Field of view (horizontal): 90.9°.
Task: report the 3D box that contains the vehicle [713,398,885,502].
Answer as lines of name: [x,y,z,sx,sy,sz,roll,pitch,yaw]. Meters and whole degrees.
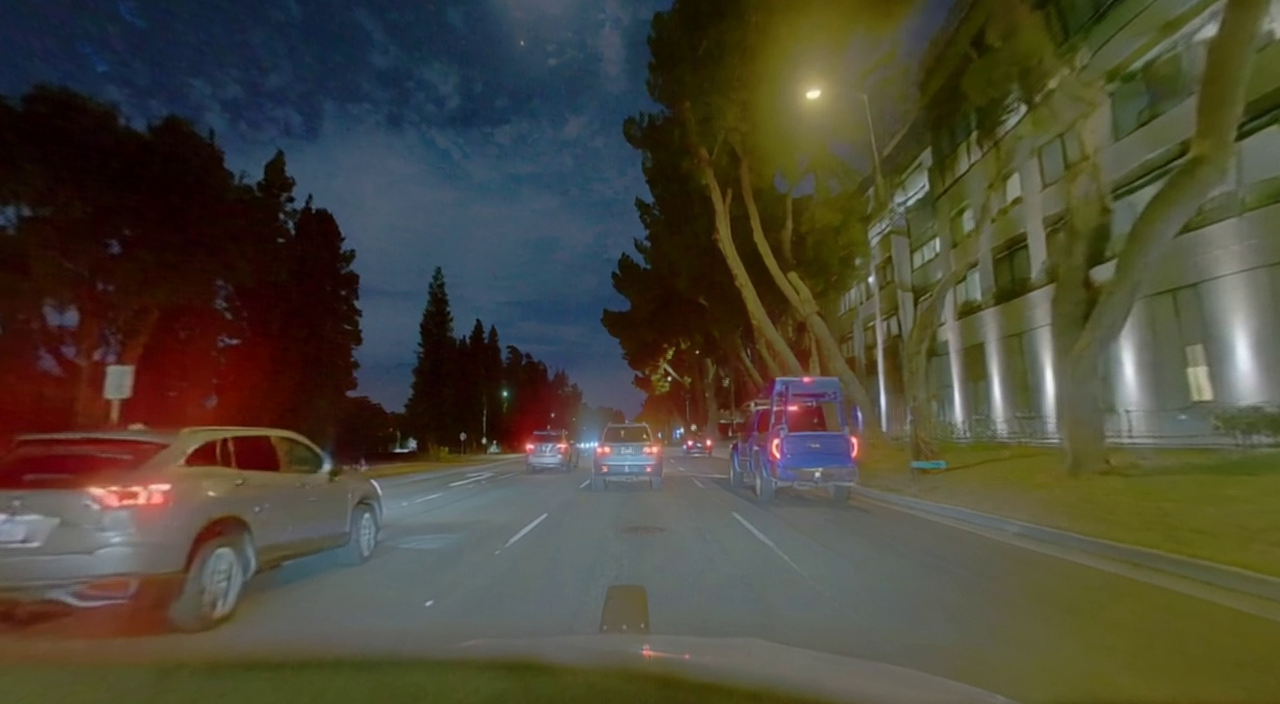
vehicle: [3.517,2.402,15.660,2.655,2.054,6.098,0,-8,0]

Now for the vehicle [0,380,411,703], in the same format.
vehicle: [-3.890,1.286,5.469,1.959,1.614,4.676,0,-8,1]

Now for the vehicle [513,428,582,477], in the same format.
vehicle: [-3.336,3.705,23.445,1.894,1.642,3.861,0,-8,1]

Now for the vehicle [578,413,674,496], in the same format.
vehicle: [-0.261,2.521,15.725,2.075,1.770,4.018,0,-8,1]

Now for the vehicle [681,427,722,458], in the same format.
vehicle: [3.972,5.952,41.447,2.183,1.948,4.633,0,-8,-1]
